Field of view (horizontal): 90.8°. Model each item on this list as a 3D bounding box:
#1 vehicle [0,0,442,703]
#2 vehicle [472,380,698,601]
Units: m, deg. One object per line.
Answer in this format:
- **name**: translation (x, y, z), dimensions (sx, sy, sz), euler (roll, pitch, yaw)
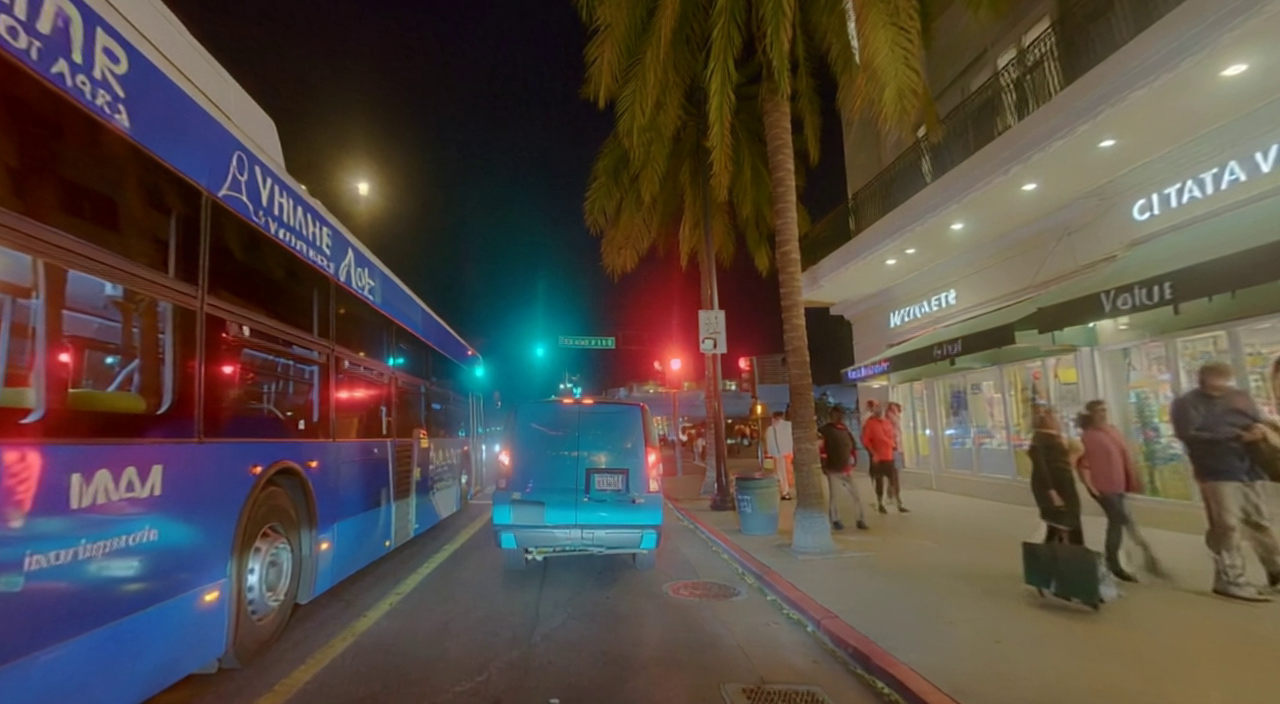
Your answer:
- **vehicle**: translation (-3.719, 0.140, 2.870), dimensions (2.863, 3.233, 11.573), euler (1, -8, -5)
- **vehicle**: translation (-0.797, 1.527, 7.795), dimensions (2.002, 1.907, 4.211), euler (1, -9, -9)
